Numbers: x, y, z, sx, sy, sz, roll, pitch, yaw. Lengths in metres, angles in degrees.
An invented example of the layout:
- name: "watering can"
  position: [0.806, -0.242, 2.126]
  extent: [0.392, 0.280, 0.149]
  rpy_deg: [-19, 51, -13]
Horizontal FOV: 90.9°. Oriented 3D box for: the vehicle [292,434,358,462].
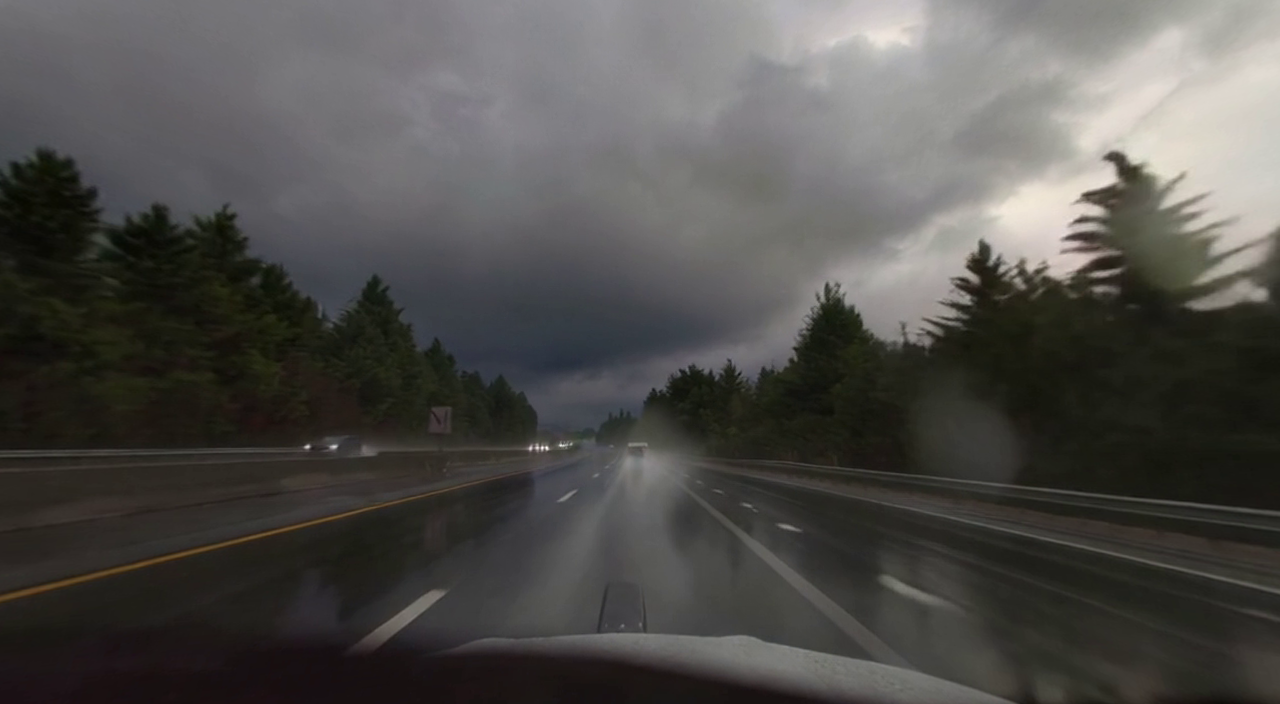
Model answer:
- name: "vehicle"
  position: [-22.368, 6.874, 44.998]
  extent: [2.119, 1.902, 4.984]
  rpy_deg: [0, -9, 0]
